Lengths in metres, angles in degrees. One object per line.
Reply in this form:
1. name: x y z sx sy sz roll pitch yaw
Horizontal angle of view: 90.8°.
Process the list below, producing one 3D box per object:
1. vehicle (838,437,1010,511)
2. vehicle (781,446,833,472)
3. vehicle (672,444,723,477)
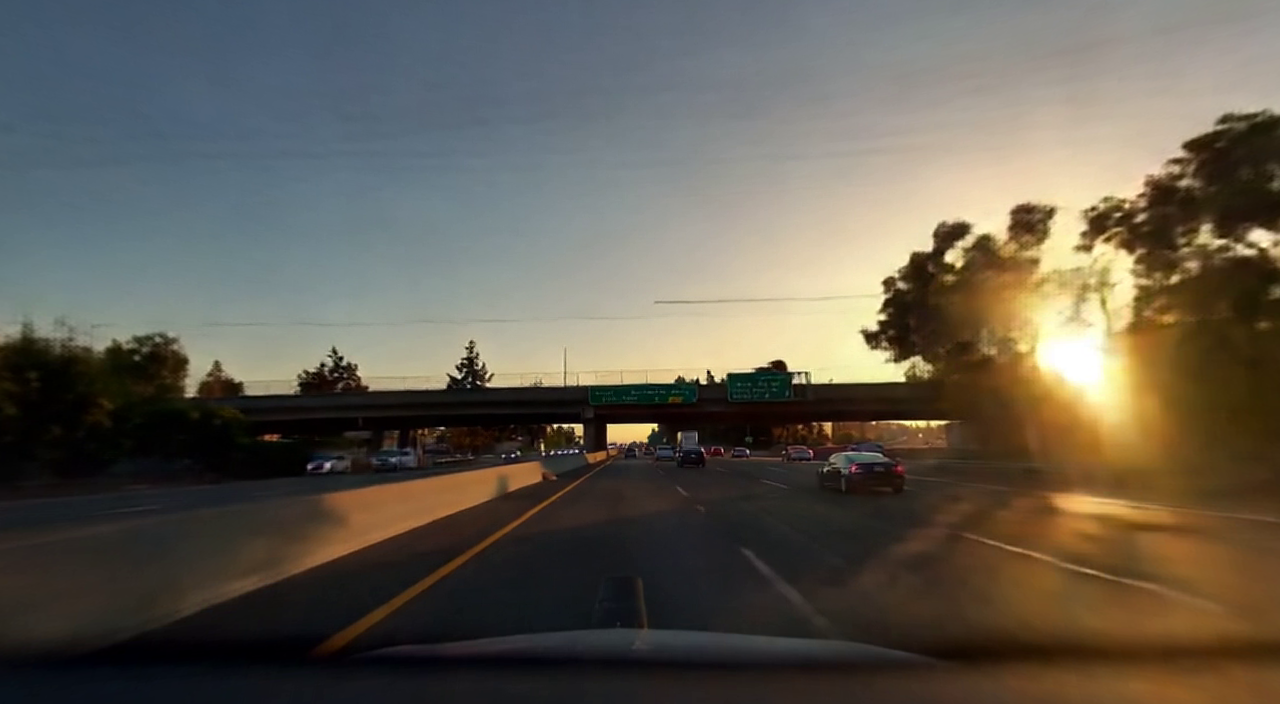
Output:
1. vehicle: 6.541 2.833 15.255 1.952 1.489 4.483 0 -8 -2
2. vehicle: 9.766 6.257 37.285 1.838 1.440 4.121 0 -8 -2
3. vehicle: 2.773 5.346 31.488 1.993 1.507 4.594 0 -8 -2
